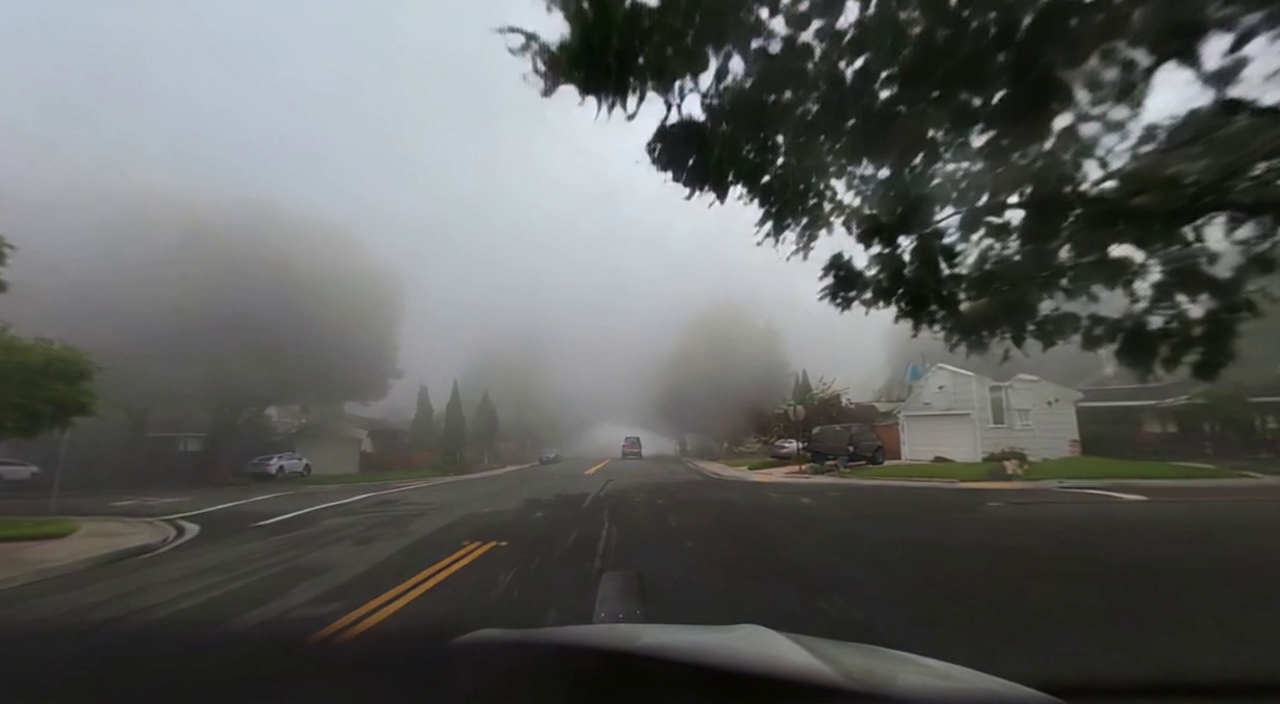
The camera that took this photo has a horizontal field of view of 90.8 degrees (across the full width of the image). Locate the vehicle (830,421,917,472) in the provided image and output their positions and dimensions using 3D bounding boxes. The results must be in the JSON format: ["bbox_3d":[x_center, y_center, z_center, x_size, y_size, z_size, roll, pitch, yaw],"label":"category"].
[{"bbox_3d":[9.720,4.004,26.837,2.333,1.933,5.662,-1,-9,9],"label":"vehicle"}]

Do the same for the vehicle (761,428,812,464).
[{"bbox_3d":[8.043,5.225,35.002,2.130,1.836,4.464,-1,-9,5],"label":"vehicle"}]

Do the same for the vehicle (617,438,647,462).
[{"bbox_3d":[-0.532,7.139,46.066,2.116,1.711,4.155,0,-8,0],"label":"vehicle"}]

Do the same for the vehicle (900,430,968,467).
[{"bbox_3d":[13.080,4.330,28.370,1.972,1.528,3.891,-2,-9,13],"label":"vehicle"}]

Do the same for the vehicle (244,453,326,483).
[{"bbox_3d":[-19.763,6.436,35.465,1.917,1.499,4.569,0,-8,0],"label":"vehicle"}]

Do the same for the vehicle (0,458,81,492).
[{"bbox_3d":[-33.301,6.614,34.299,1.978,1.666,4.230,0,-8,1],"label":"vehicle"}]
